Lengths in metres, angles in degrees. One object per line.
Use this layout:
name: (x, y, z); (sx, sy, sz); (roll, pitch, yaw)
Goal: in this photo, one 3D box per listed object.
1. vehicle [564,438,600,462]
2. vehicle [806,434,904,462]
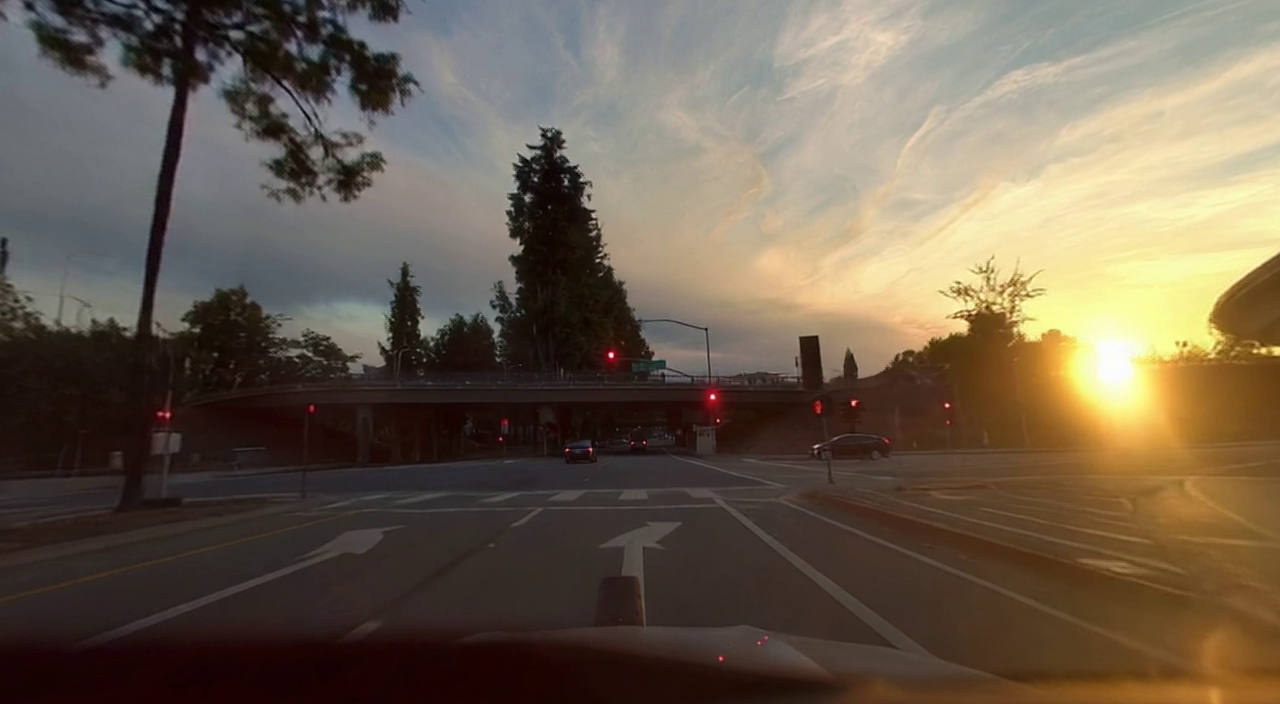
vehicle: (-3.885, 6.666, 43.027); (2.082, 1.472, 4.310); (0, -8, 0)
vehicle: (11.670, 5.216, 34.423); (4.691, 1.466, 1.800); (1, -9, -7)
